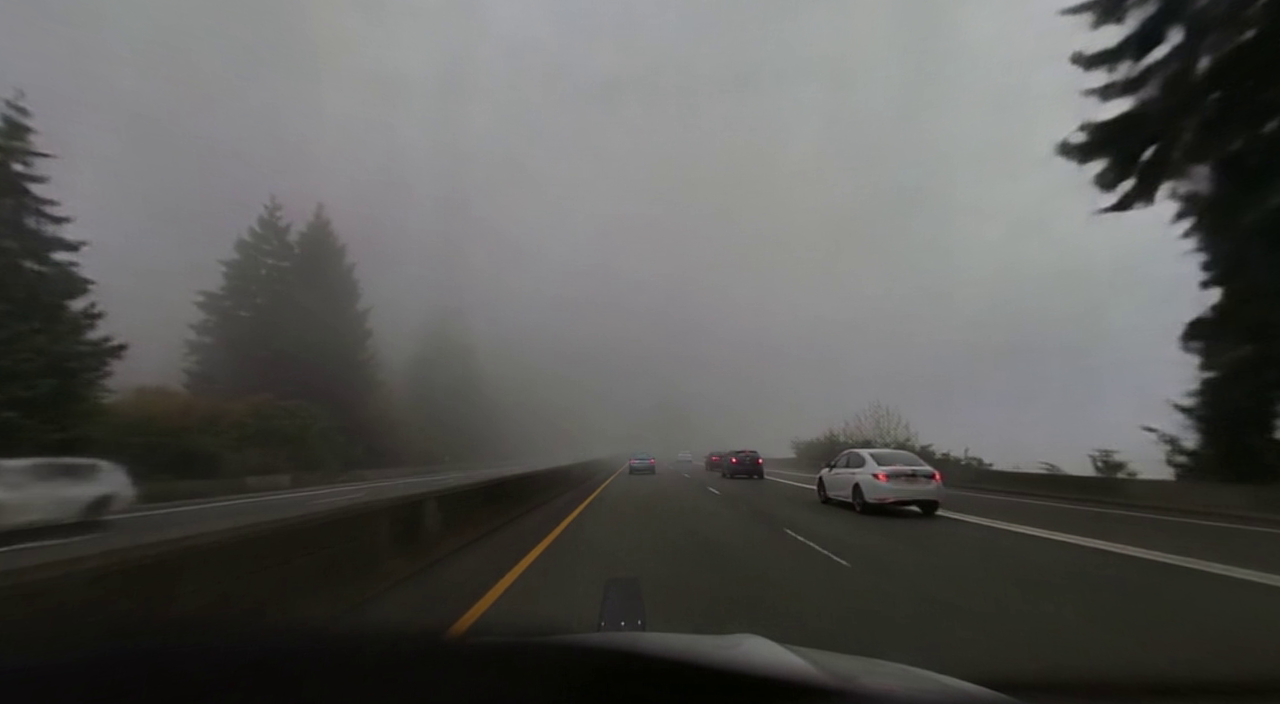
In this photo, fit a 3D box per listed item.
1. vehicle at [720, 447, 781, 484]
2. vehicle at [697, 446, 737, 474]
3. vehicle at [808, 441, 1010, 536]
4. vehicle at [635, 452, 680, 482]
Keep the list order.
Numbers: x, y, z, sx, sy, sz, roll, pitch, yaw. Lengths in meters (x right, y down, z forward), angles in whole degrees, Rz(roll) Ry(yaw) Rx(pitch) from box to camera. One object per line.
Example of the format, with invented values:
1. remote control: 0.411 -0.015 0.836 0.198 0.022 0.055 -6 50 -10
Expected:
1. vehicle: 4.799 4.994 27.901 1.952 1.495 3.740 0 -9 -1
2. vehicle: 4.835 6.856 40.090 1.969 1.639 4.472 0 -9 0
3. vehicle: 4.854 2.515 12.264 1.827 1.462 4.697 0 -9 0
4. vehicle: 0.778 5.426 30.026 2.012 1.320 3.777 0 -9 0
